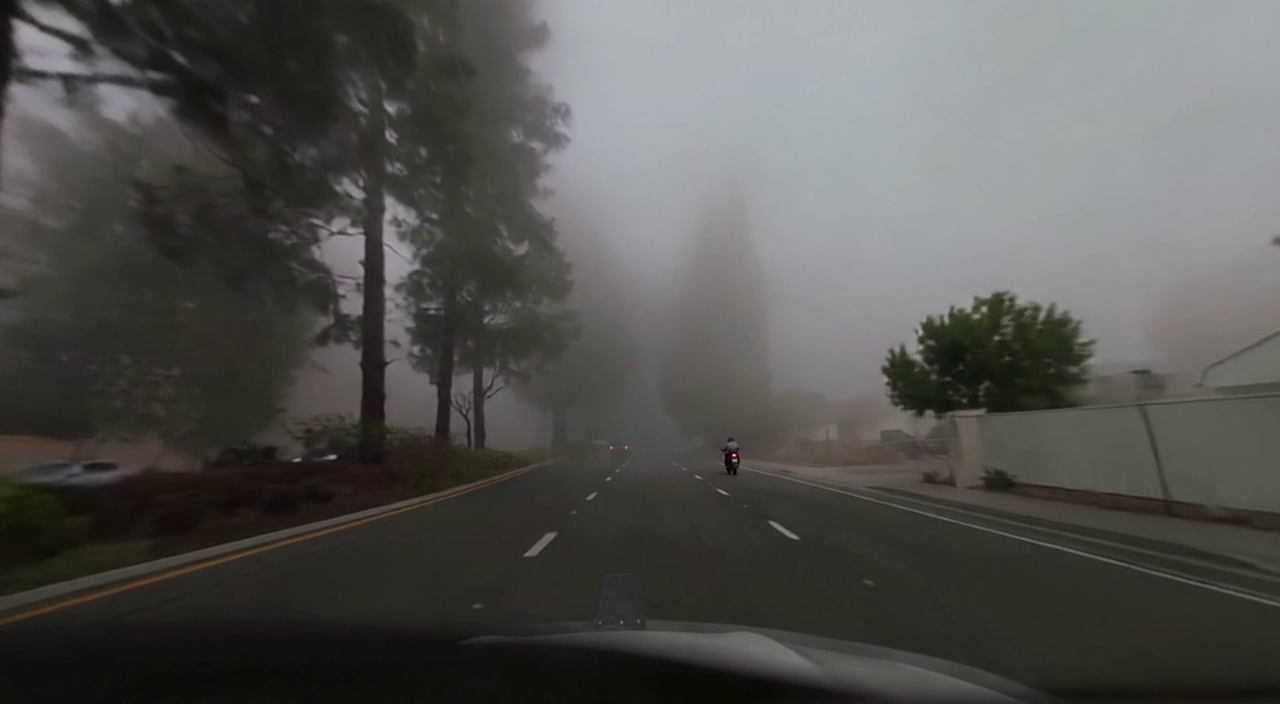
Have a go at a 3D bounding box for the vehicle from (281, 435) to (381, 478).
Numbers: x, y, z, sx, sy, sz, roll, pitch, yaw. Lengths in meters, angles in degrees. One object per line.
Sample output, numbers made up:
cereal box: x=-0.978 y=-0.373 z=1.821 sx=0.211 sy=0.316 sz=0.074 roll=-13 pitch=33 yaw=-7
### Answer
vehicle: x=-13.479 y=4.588 z=27.884 sx=2.103 sy=1.699 sz=4.474 roll=0 pitch=-8 yaw=1

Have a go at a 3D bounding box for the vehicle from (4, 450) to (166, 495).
vehicle: x=-21.109 y=4.573 z=24.323 sx=1.888 sy=1.487 sz=4.721 roll=0 pitch=-8 yaw=1
